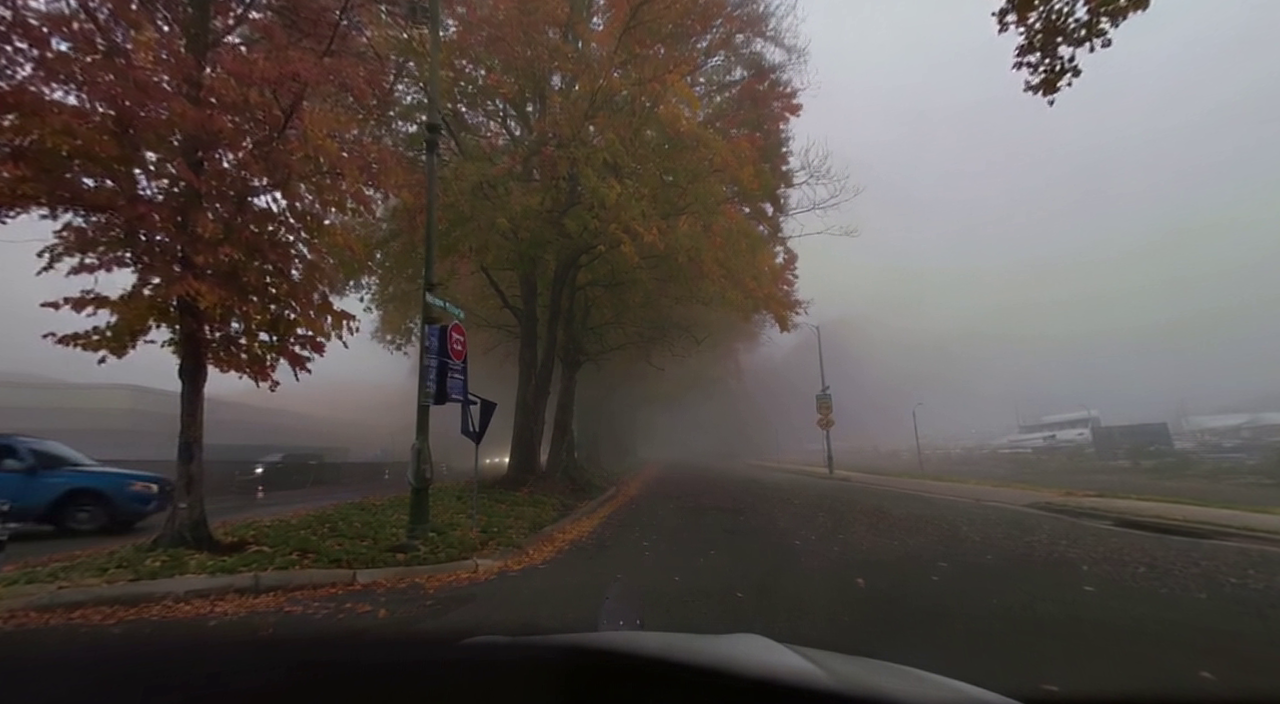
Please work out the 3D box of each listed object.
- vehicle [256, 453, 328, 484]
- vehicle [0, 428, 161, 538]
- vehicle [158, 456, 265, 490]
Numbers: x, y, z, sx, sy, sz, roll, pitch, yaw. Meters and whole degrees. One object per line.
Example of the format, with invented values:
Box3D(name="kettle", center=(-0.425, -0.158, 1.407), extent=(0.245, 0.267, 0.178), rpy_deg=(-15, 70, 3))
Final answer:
Box3D(name="vehicle", center=(-21.194, 7.075, 38.417), extent=(1.902, 1.720, 3.248), rpy_deg=(-6, -10, 33))
Box3D(name="vehicle", center=(-13.050, 2.519, 12.282), extent=(5.607, 2.012, 2.284), rpy_deg=(6, -10, -33))
Box3D(name="vehicle", center=(-23.639, 6.652, 34.880), extent=(1.907, 1.644, 4.410), rpy_deg=(-7, -11, 37))
